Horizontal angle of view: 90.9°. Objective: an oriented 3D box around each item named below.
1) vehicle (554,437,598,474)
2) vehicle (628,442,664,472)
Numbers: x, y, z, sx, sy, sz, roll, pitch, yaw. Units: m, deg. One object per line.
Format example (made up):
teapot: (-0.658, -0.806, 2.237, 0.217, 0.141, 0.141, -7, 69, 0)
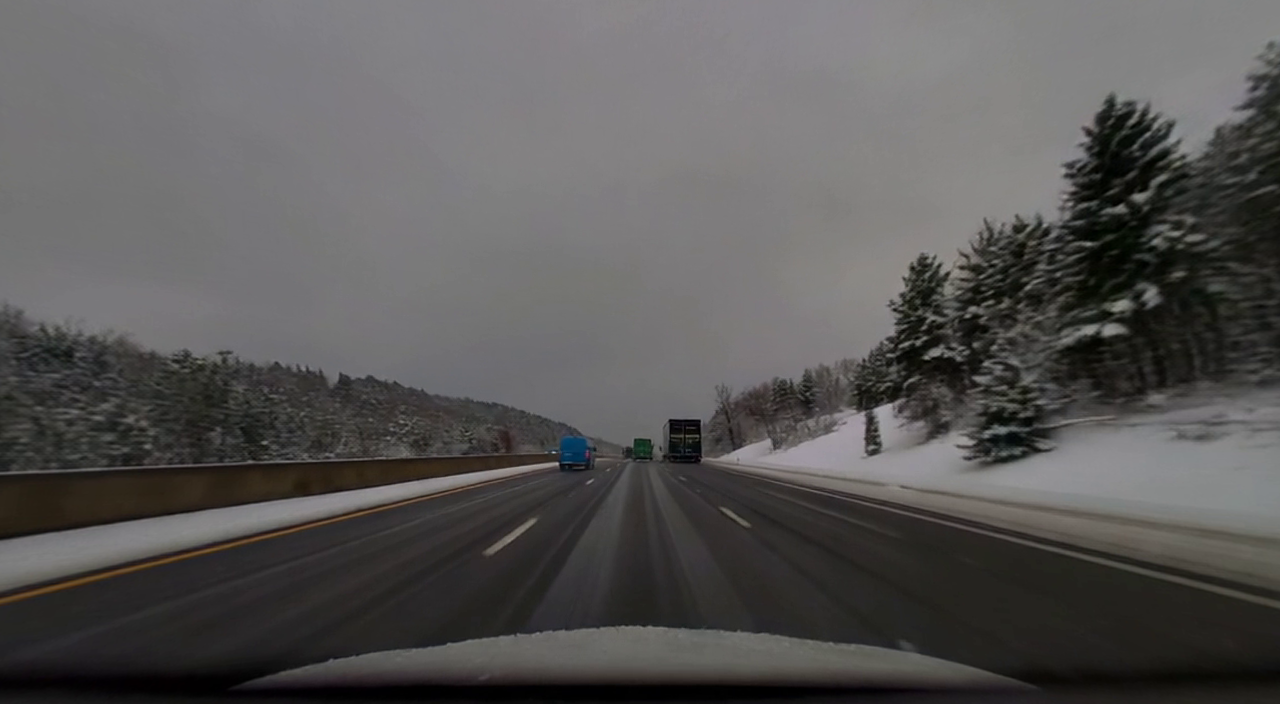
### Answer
vehicle: (-3.681, 6.036, 37.032, 1.955, 2.004, 4.792, -1, -9, 1)
vehicle: (0.377, 6.683, 40.203, 2.166, 1.747, 4.299, 0, -9, 1)
